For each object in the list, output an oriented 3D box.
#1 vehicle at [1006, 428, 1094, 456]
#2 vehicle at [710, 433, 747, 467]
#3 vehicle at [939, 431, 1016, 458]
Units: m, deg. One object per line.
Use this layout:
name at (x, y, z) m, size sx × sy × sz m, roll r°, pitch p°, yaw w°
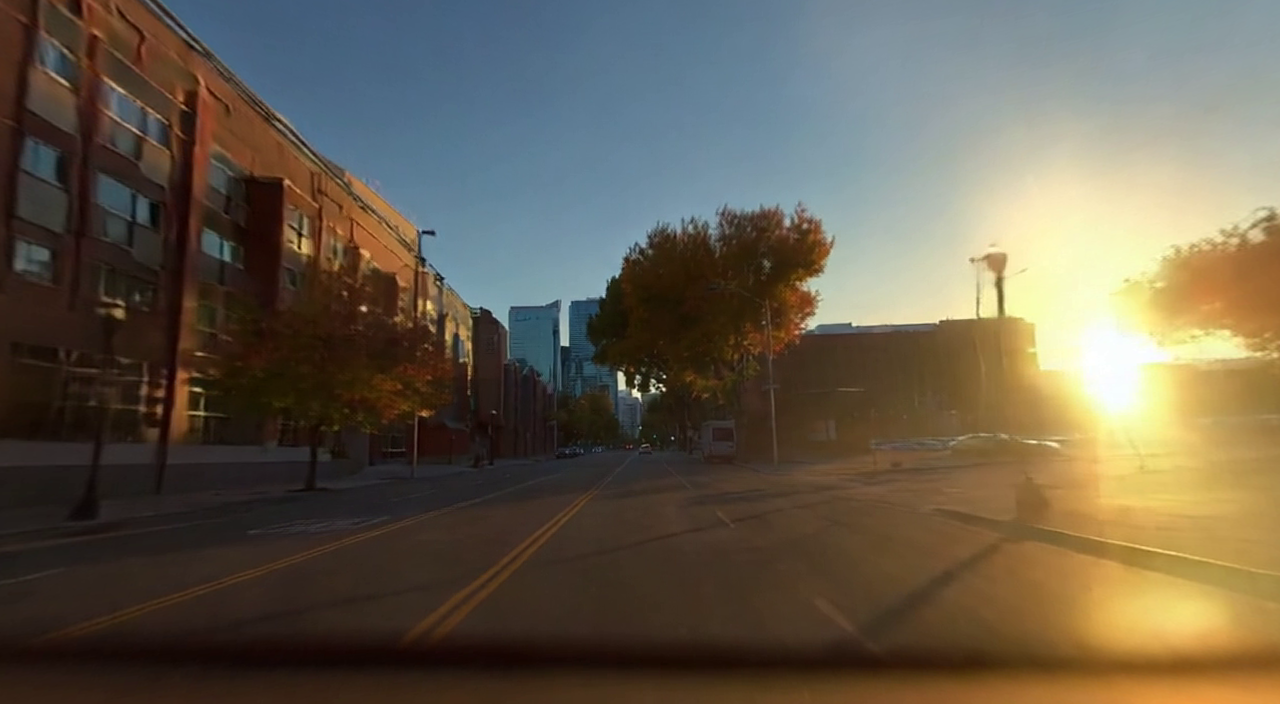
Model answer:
vehicle at (32.380, 7.209, 49.779) m, size 2.097 × 1.894 × 5.338 m, roll 1°, pitch -10°, yaw -26°
vehicle at (6.566, 7.284, 46.865) m, size 2.021 × 2.433 × 3.088 m, roll 0°, pitch -8°, yaw -5°
vehicle at (24.709, 6.807, 46.119) m, size 2.005 × 1.861 × 4.478 m, roll 4°, pitch -10°, yaw -27°
